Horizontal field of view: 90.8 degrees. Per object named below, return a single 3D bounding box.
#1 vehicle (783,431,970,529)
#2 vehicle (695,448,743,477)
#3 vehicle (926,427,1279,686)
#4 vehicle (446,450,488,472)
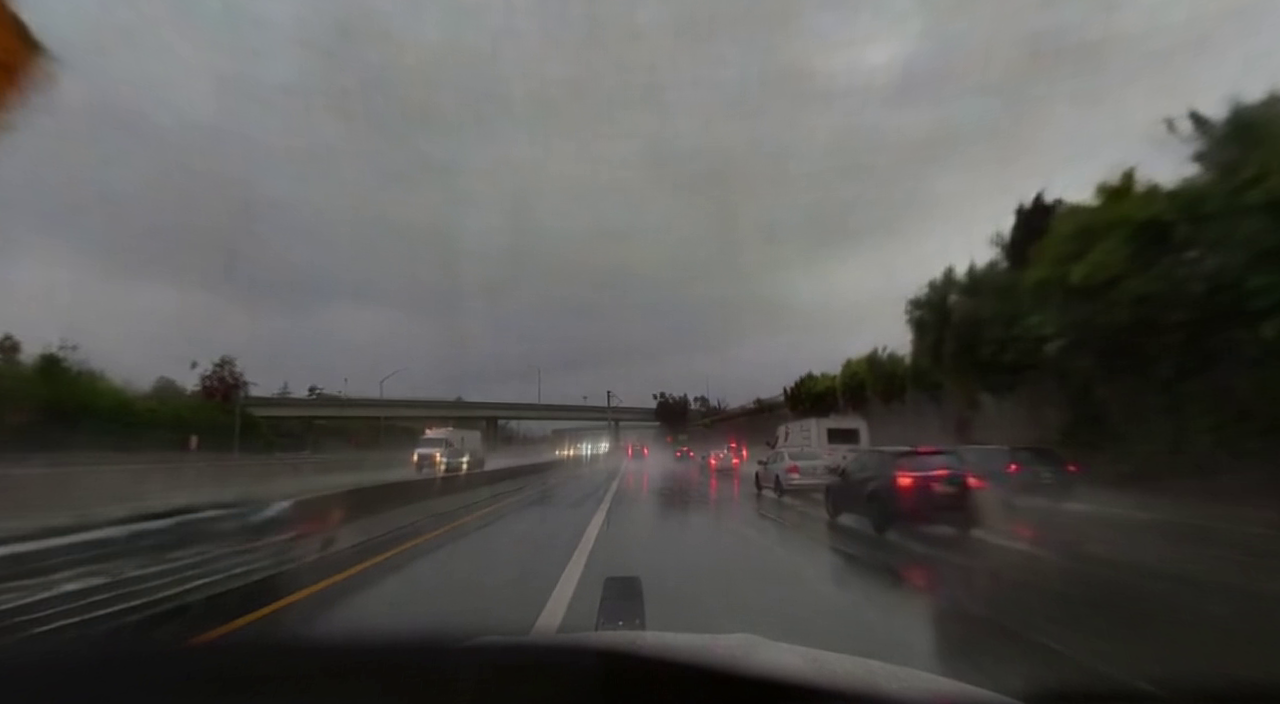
[{"bbox_3d":[4.668,2.577,13.374,2.084,1.698,4.489,0,-9,-2],"label":"vehicle"},{"bbox_3d":[4.245,6.025,34.622,1.971,1.453,4.414,0,-9,-2],"label":"vehicle"},{"bbox_3d":[4.628,1.481,5.635,1.927,1.489,4.478,0,-9,-2],"label":"vehicle"},{"bbox_3d":[-13.333,8.404,48.993,1.971,1.612,4.481,0,-9,-1],"label":"vehicle"}]
